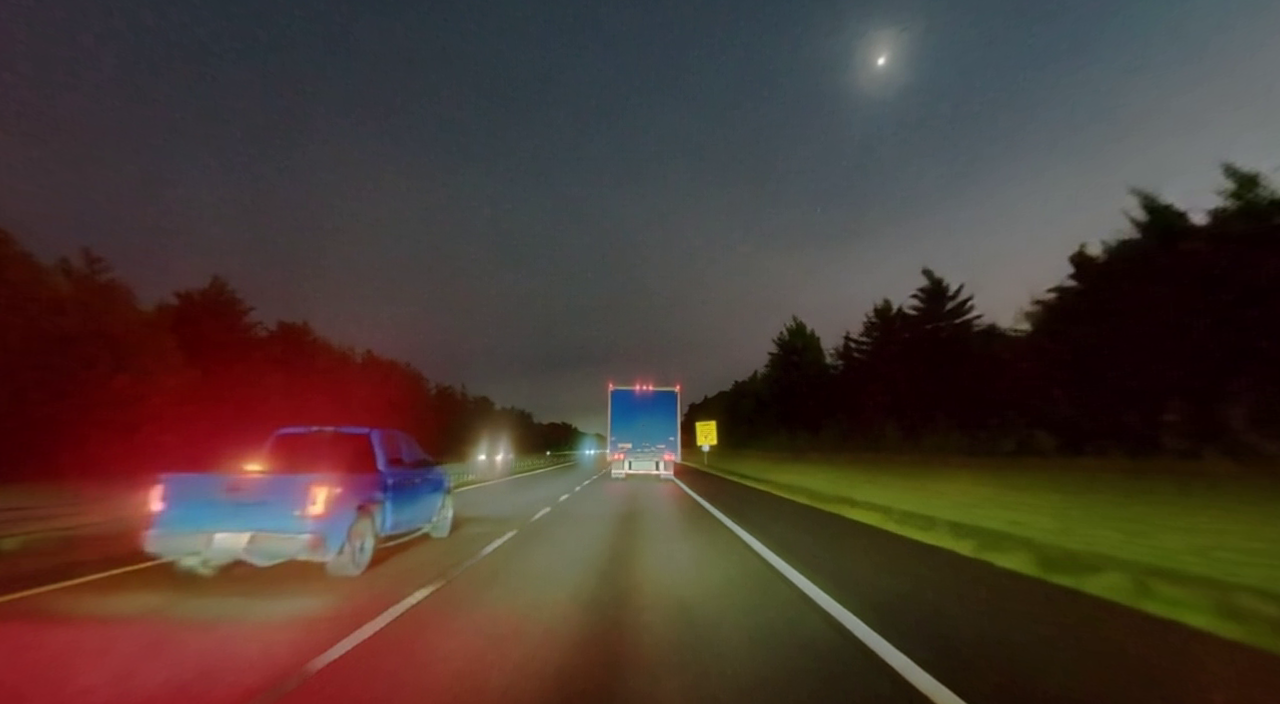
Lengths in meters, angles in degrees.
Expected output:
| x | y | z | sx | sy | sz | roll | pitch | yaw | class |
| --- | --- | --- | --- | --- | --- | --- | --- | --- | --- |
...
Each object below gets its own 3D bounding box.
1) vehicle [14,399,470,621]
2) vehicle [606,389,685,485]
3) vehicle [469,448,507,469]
| x | y | z | sx | sy | sz | roll | pitch | yaw | class |
| --- | --- | --- | --- | --- | --- | --- | --- | --- | --- |
| -3.606 | 1.532 | 7.016 | 2.160 | 1.661 | 4.388 | 0 | -9 | 0 | vehicle |
| 0.036 | 3.817 | 27.801 | 2.913 | 3.530 | 8.648 | 0 | -9 | -2 | vehicle |
| -11.621 | 8.165 | 48.472 | 2.002 | 1.506 | 4.416 | 0 | -9 | -2 | vehicle |
